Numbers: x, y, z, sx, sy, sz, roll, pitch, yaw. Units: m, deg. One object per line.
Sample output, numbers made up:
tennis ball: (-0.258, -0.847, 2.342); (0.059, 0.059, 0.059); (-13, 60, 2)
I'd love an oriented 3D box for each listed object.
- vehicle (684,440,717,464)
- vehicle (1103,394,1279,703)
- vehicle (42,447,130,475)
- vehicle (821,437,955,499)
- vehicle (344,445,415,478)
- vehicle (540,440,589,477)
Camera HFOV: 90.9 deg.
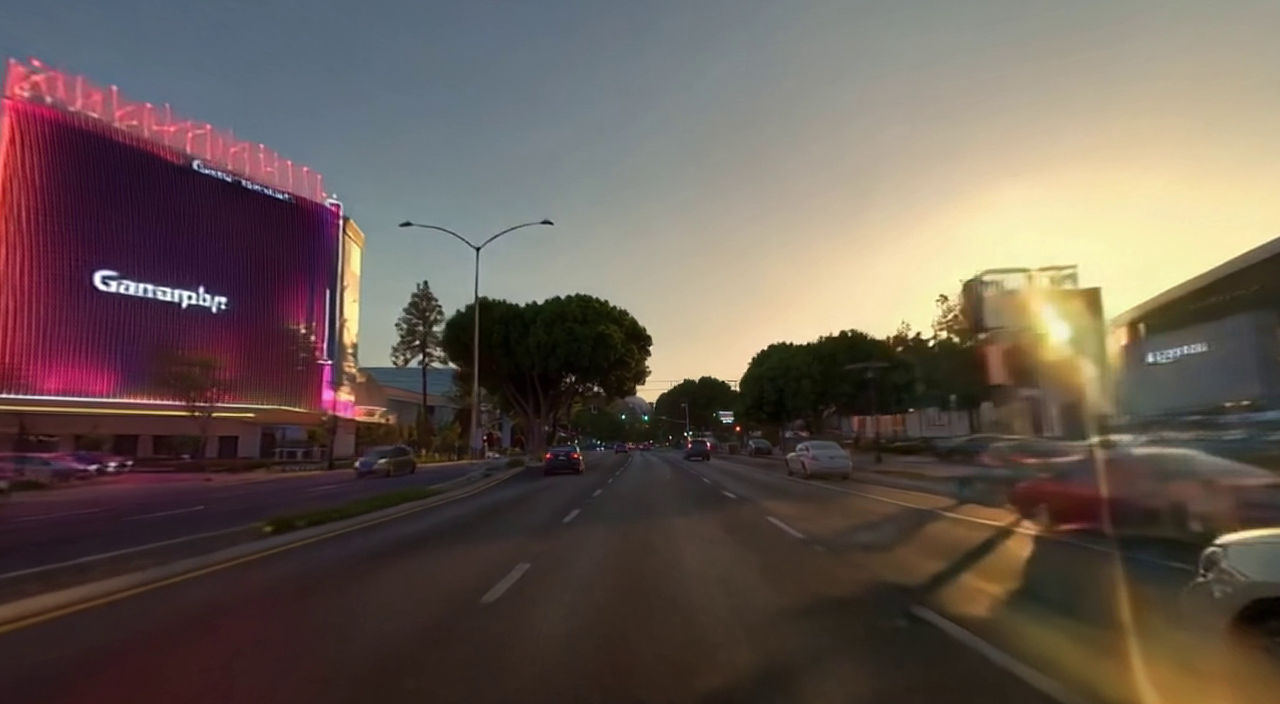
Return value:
vehicle: (4.564, 7.537, 47.748); (2.007, 1.683, 4.171); (0, -8, -1)
vehicle: (3.448, 0.698, 1.009); (1.981, 1.499, 4.536); (-1, -9, 1)
vehicle: (-34.780, 6.822, 39.715); (1.810, 1.606, 3.988); (-1, -8, 1)
vehicle: (7.213, 3.396, 18.947); (1.918, 1.598, 4.536); (0, -9, -4)
vehicle: (-14.347, 6.040, 34.997); (1.905, 1.687, 4.436); (-1, -8, 1)
vehicle: (-3.433, 4.903, 29.280); (1.917, 1.511, 4.436); (0, -8, -3)
